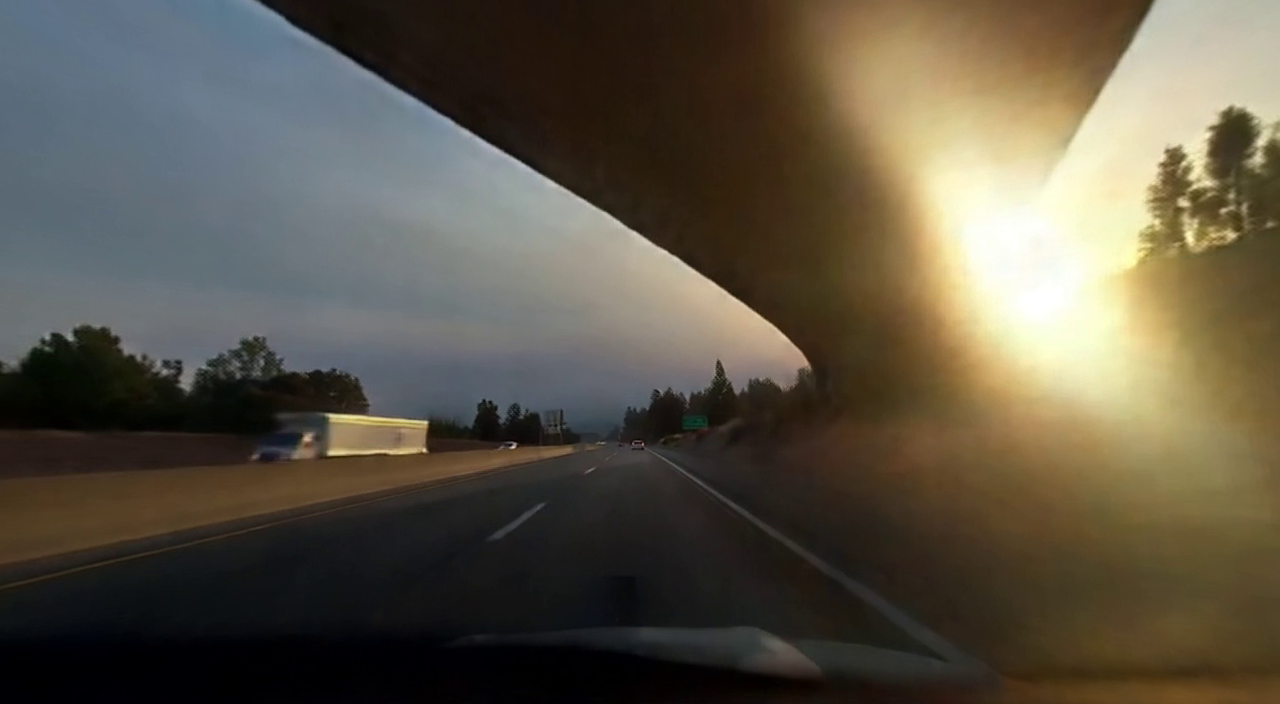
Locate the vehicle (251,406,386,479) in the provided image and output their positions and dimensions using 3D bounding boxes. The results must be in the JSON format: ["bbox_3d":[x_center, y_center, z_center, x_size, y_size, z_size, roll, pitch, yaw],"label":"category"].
[{"bbox_3d":[-17.399,5.028,35.000,2.879,3.519,8.685,0,-8,0],"label":"vehicle"}]
